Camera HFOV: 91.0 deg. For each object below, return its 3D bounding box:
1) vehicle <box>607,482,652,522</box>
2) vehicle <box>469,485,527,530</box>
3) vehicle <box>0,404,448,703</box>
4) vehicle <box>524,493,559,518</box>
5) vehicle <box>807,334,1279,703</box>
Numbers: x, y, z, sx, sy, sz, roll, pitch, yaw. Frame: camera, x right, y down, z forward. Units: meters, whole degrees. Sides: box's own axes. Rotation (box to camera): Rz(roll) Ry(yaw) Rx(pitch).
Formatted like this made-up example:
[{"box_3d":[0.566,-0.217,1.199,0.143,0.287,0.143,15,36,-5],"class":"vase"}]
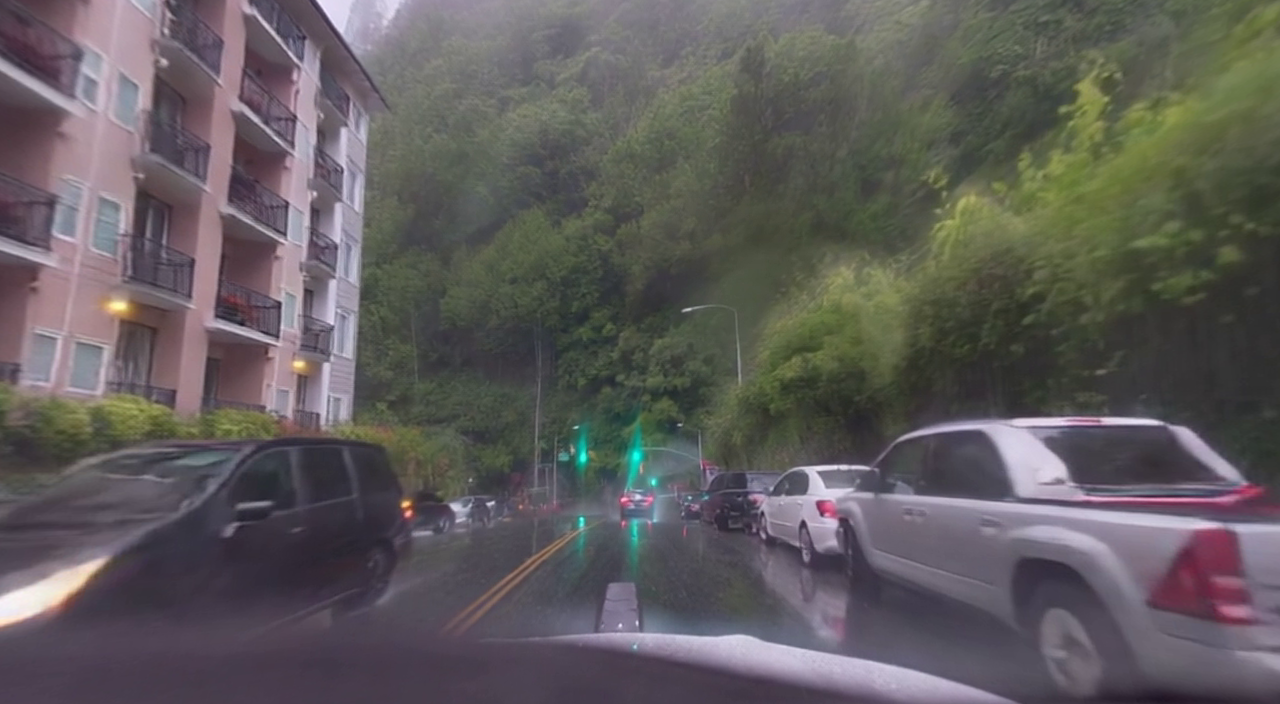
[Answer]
[{"box_3d":[-0.576,7.807,33.018,2.201,1.731,3.854,0,-9,-2],"class":"vehicle"},{"box_3d":[-6.897,7.593,31.013,2.013,1.729,4.329,0,-9,-2],"class":"vehicle"},{"box_3d":[-3.238,1.419,4.781,2.102,1.621,4.627,0,-10,0],"class":"vehicle"},{"box_3d":[-7.112,11.095,45.784,1.859,1.428,4.465,0,-9,-1],"class":"vehicle"},{"box_3d":[2.890,1.205,4.424,2.139,1.752,4.411,0,-11,-1],"class":"vehicle"}]
